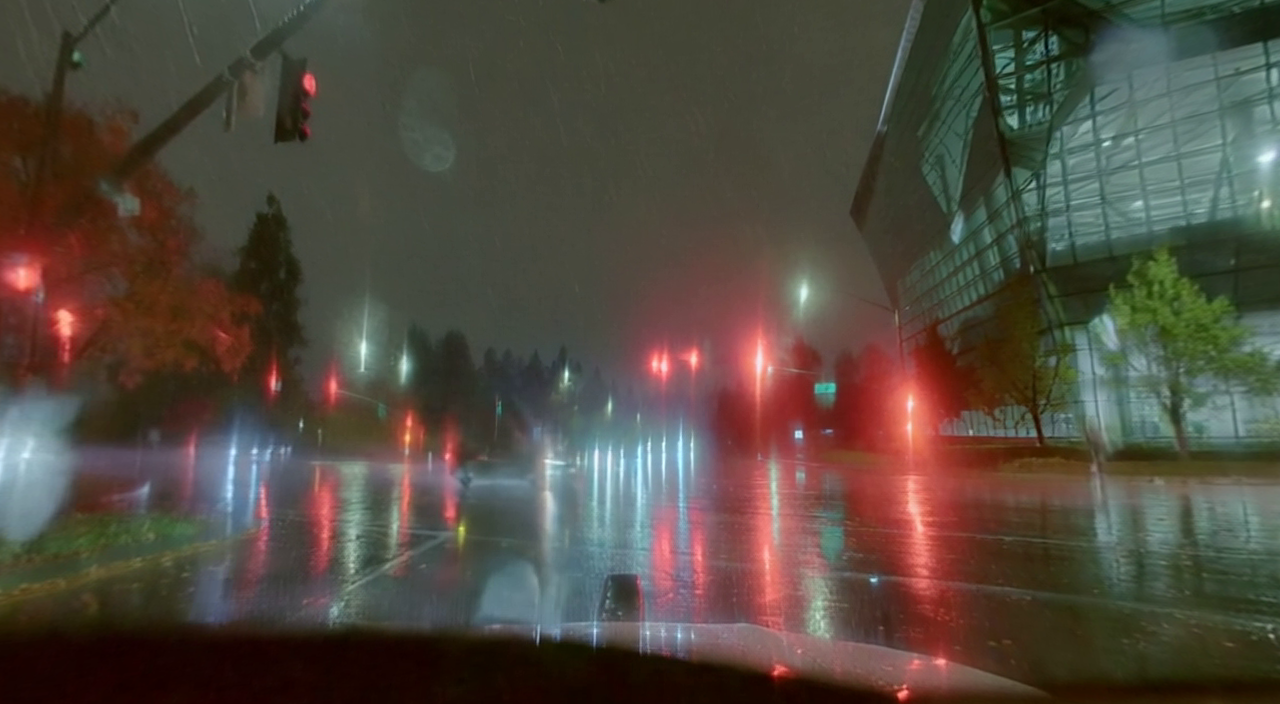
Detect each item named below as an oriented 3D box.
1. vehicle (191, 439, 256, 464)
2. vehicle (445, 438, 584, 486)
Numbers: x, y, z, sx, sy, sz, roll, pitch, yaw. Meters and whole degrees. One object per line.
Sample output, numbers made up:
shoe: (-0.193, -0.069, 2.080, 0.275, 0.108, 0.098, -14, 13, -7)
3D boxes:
vehicle: (-27.393, 6.526, 41.519, 4.110, 1.511, 1.883, -5, -10, 30)
vehicle: (-4.343, 3.703, 21.522, 4.798, 1.461, 1.939, -7, -11, 37)
